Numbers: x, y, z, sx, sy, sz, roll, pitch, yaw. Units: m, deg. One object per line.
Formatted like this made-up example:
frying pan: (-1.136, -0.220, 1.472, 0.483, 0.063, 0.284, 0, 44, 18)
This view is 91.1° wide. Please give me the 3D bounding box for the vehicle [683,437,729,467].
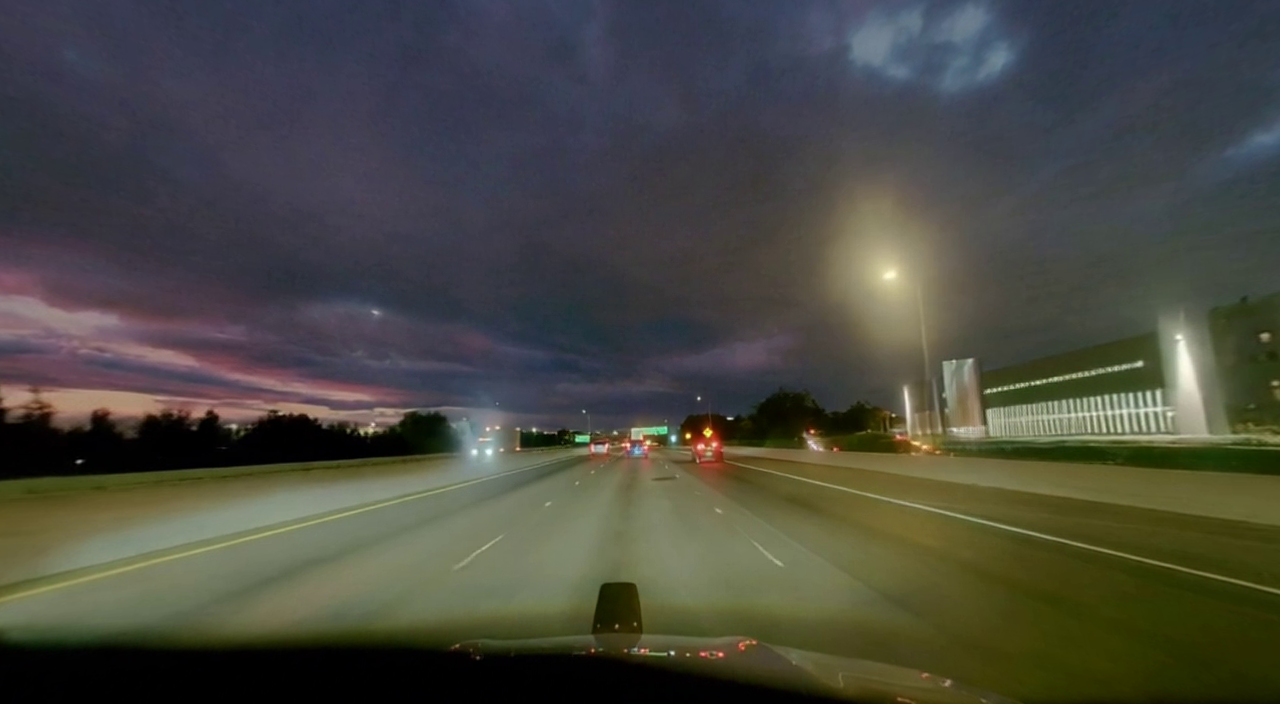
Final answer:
vehicle: (3.567, 5.478, 34.552, 1.992, 1.532, 3.996, 0, -8, -1)
